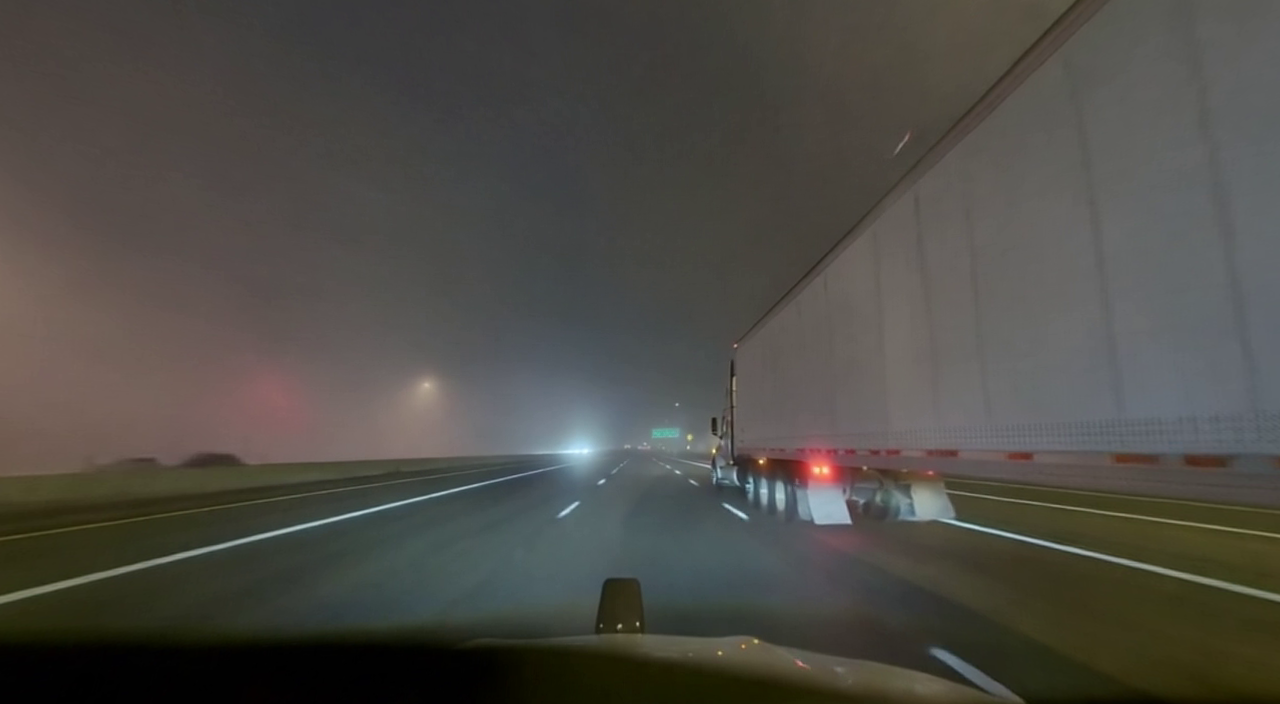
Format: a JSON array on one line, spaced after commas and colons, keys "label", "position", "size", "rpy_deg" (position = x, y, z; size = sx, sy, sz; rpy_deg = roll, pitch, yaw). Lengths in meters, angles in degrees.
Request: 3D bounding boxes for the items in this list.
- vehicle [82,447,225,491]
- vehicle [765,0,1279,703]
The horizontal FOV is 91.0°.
[{"label": "vehicle", "position": [-18.894, 4.538, 24.780], "size": [1.961, 1.550, 4.440], "rpy_deg": [0, -9, 2]}, {"label": "vehicle", "position": [3.786, -0.163, 3.850], "size": [2.949, 4.149, 16.046], "rpy_deg": [0, -9, 1]}]
